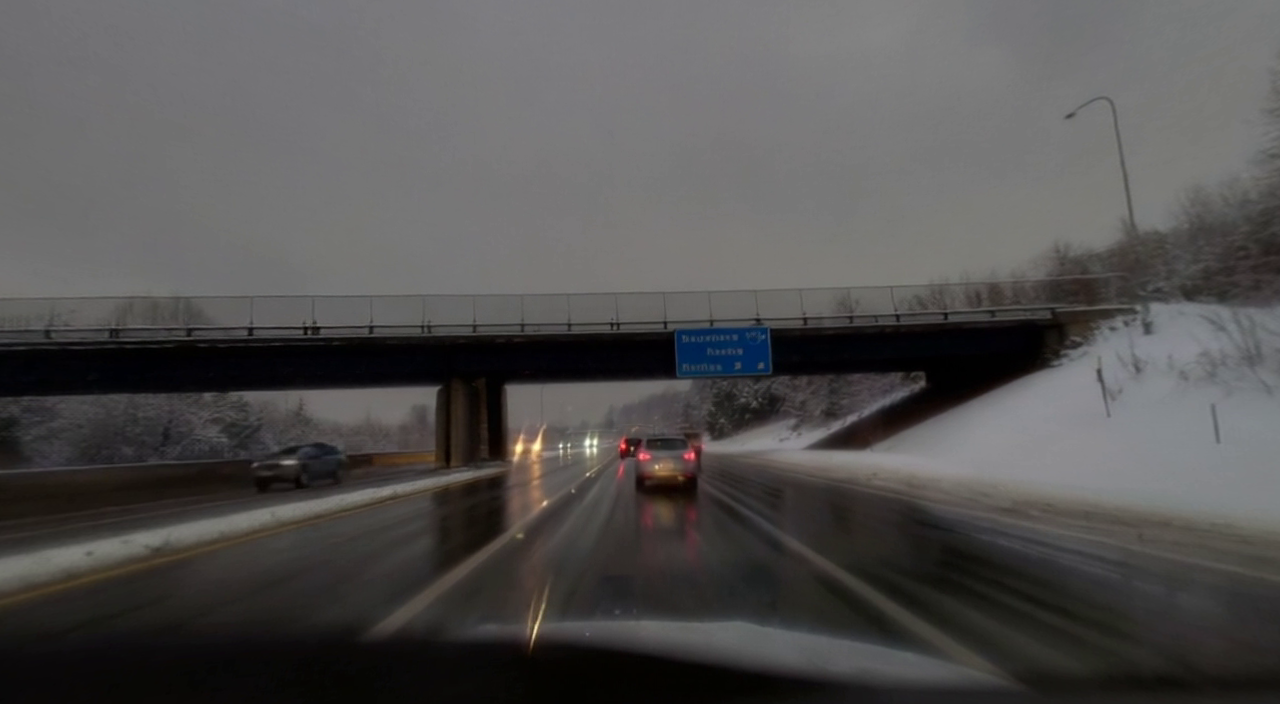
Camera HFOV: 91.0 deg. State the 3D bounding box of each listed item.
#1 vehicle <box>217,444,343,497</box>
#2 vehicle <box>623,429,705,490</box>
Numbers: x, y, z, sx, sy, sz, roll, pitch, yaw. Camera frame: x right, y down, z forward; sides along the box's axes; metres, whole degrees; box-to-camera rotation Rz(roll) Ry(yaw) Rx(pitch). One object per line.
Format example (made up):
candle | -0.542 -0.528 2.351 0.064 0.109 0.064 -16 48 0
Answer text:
vehicle | -11.843 3.885 21.038 1.943 1.495 3.933 -2 -8 -1
vehicle | 0.600 3.200 19.124 2.092 1.636 4.024 0 -8 -3
